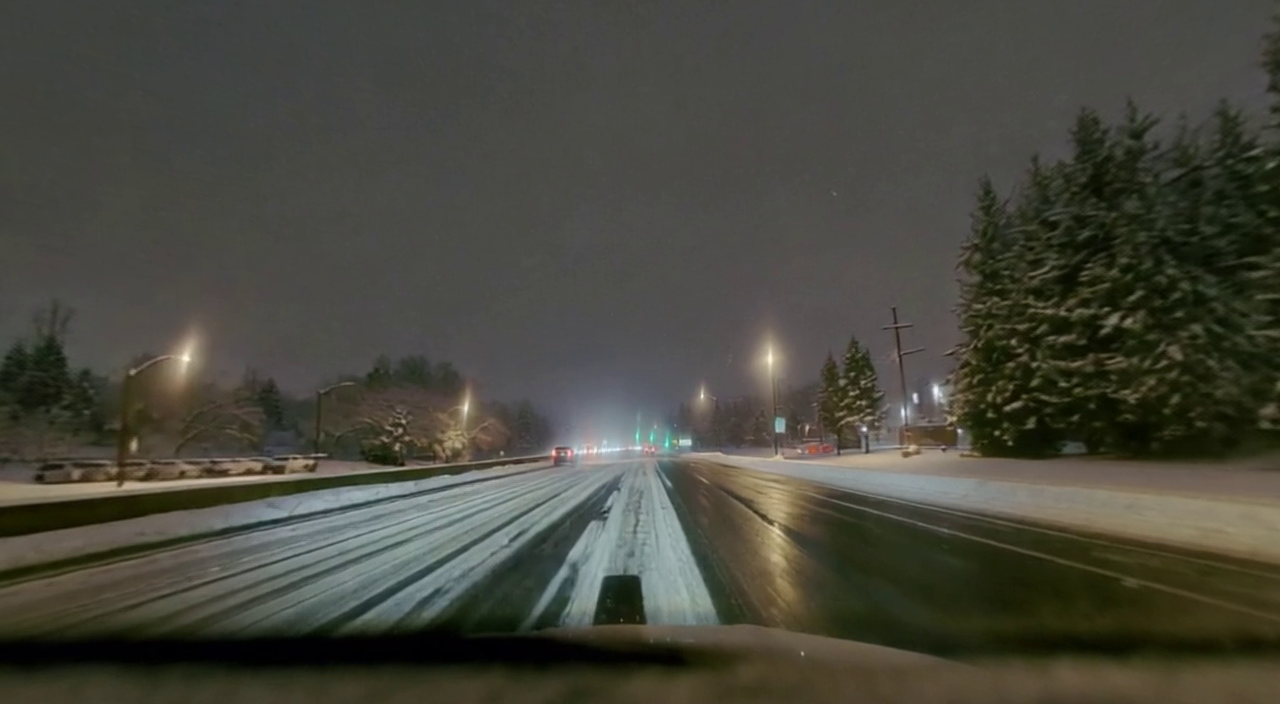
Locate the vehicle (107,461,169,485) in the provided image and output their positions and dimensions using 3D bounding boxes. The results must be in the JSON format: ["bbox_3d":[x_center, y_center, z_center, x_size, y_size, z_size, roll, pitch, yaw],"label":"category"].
[{"bbox_3d":[-38.457,9.261,48.238,3.296,1.468,1.842,-5,-9,5],"label":"vehicle"}]

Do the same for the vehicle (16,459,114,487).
[{"bbox_3d":[-38.948,8.184,42.709,4.746,1.804,2.038,-1,-9,4],"label":"vehicle"}]
